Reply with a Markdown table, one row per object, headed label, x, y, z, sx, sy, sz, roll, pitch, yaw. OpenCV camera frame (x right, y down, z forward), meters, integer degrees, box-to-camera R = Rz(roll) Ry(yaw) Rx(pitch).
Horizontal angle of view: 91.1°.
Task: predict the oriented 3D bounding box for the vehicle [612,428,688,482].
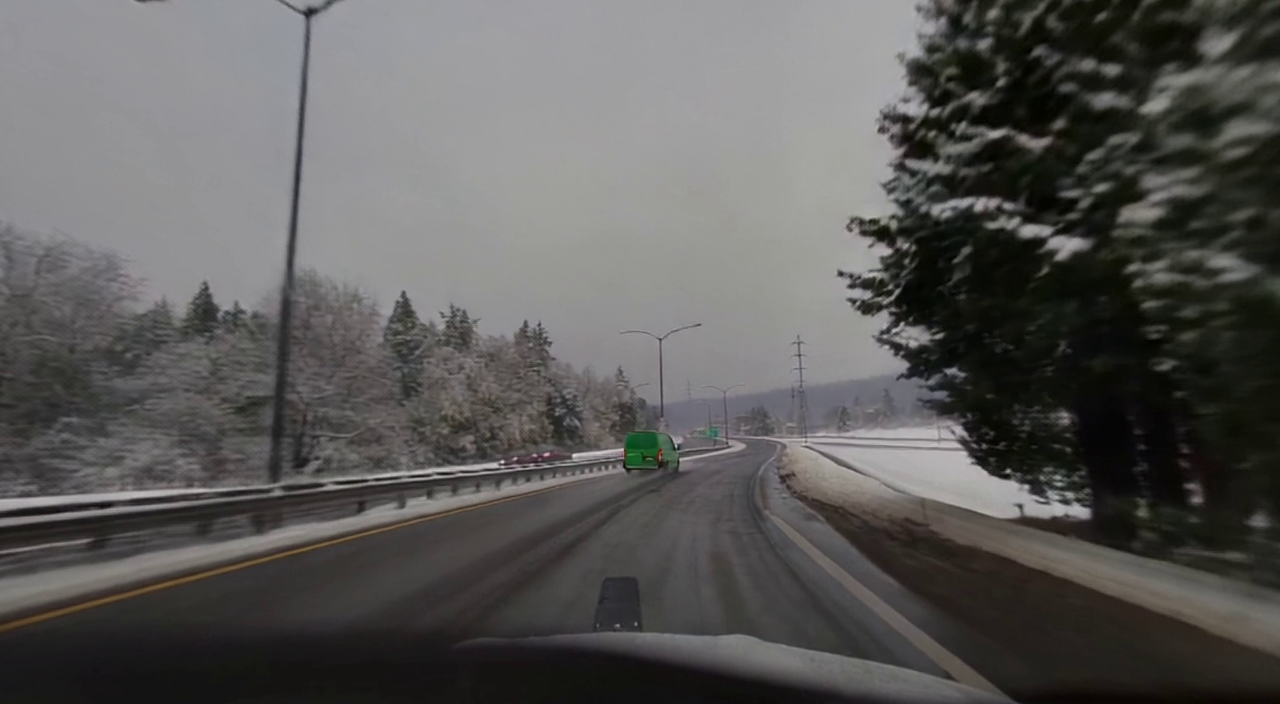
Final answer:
| label | x | y | z | sx | sy | sz | roll | pitch | yaw |
| --- | --- | --- | --- | --- | --- | --- | --- | --- | --- |
| vehicle | 0.540 | 4.259 | 26.250 | 2.270 | 2.023 | 4.632 | -2 | -9 | 12 |
